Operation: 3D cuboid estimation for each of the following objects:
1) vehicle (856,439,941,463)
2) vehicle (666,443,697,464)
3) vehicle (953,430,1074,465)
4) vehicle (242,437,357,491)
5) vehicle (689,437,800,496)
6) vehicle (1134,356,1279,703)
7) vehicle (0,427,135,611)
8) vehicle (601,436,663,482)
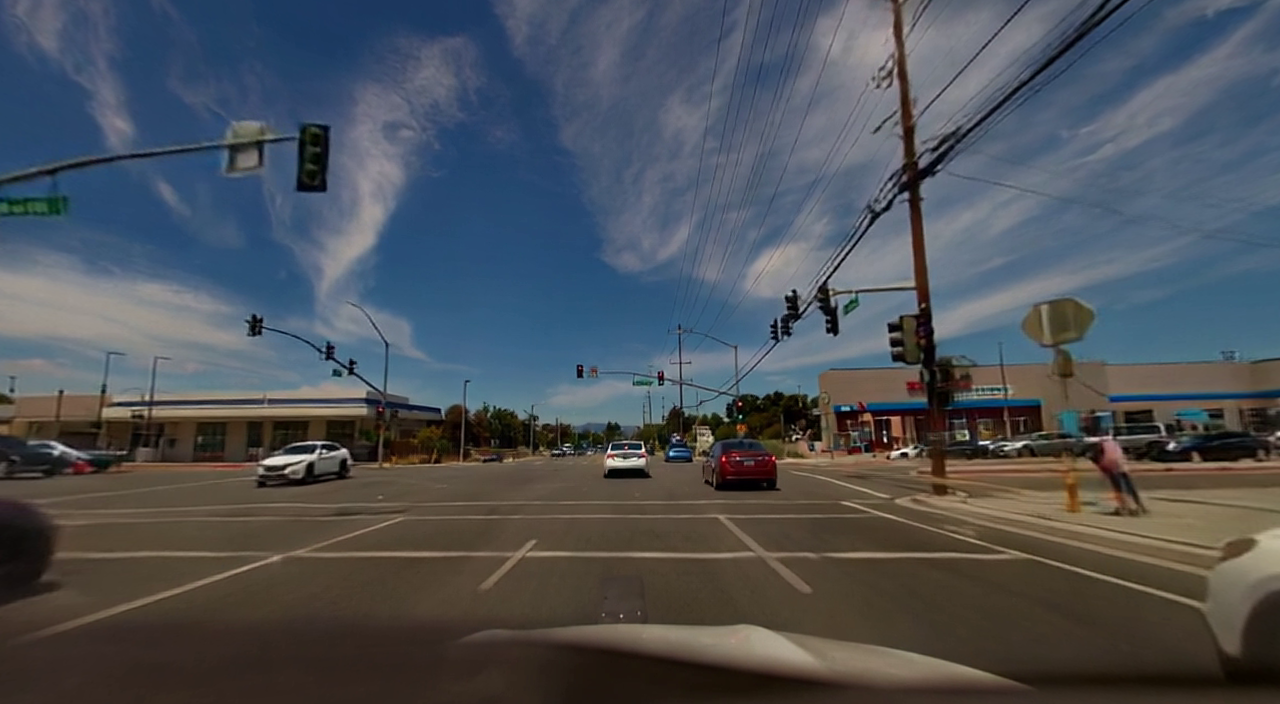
[{"bbox_3d":[16.885,6.477,41.393,4.749,1.465,1.938,0,-9,-3],"label":"vehicle"},{"bbox_3d":[3.075,7.668,47.766,1.971,1.477,4.121,0,-8,-1],"label":"vehicle"},{"bbox_3d":[17.350,4.444,29.467,4.436,1.503,1.844,0,-9,-2],"label":"vehicle"},{"bbox_3d":[-14.424,4.757,27.160,2.233,2.072,4.813,0,-8,0],"label":"vehicle"},{"bbox_3d":[2.780,3.184,17.998,2.208,1.436,4.542,0,-8,-3],"label":"vehicle"},{"bbox_3d":[3.776,0.615,0.866,2.452,1.682,4.565,0,-8,0],"label":"vehicle"},{"bbox_3d":[-6.222,1.236,4.299,2.075,1.470,4.190,0,-8,0],"label":"vehicle"},{"bbox_3d":[-0.304,3.827,22.840,2.065,1.484,3.894,0,-8,-1],"label":"vehicle"}]
